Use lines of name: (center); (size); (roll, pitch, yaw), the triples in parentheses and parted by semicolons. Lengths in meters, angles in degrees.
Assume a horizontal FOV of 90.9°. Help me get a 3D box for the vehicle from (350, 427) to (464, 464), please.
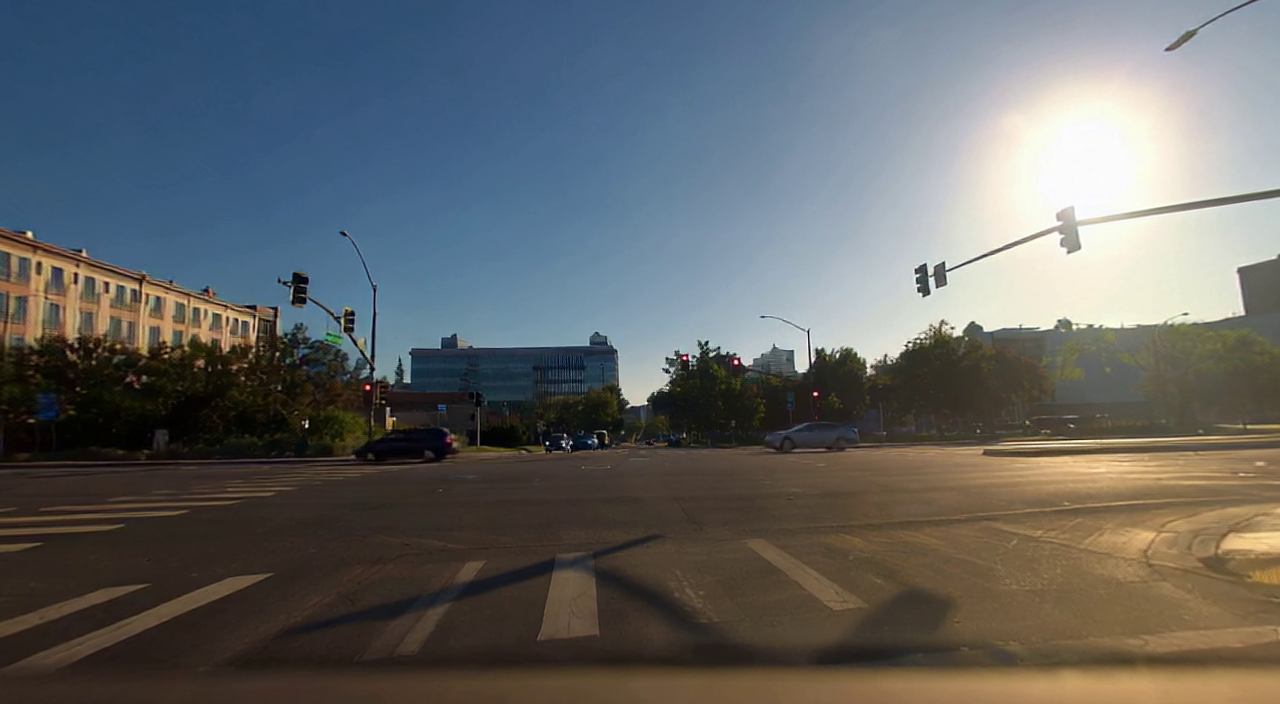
vehicle: (-10.235, 4.137, 27.999); (4.407, 1.569, 1.859); (1, -9, -8)

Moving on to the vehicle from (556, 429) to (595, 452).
vehicle: (-4.388, 6.168, 43.773); (1.919, 1.467, 4.086); (-1, -9, 5)

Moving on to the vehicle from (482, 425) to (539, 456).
vehicle: (-8.298, 5.741, 40.899); (2.000, 1.864, 5.044); (-1, -9, 8)

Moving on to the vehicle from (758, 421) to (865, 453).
vehicle: (8.135, 4.080, 30.113); (4.510, 1.431, 1.884); (1, -9, -8)
